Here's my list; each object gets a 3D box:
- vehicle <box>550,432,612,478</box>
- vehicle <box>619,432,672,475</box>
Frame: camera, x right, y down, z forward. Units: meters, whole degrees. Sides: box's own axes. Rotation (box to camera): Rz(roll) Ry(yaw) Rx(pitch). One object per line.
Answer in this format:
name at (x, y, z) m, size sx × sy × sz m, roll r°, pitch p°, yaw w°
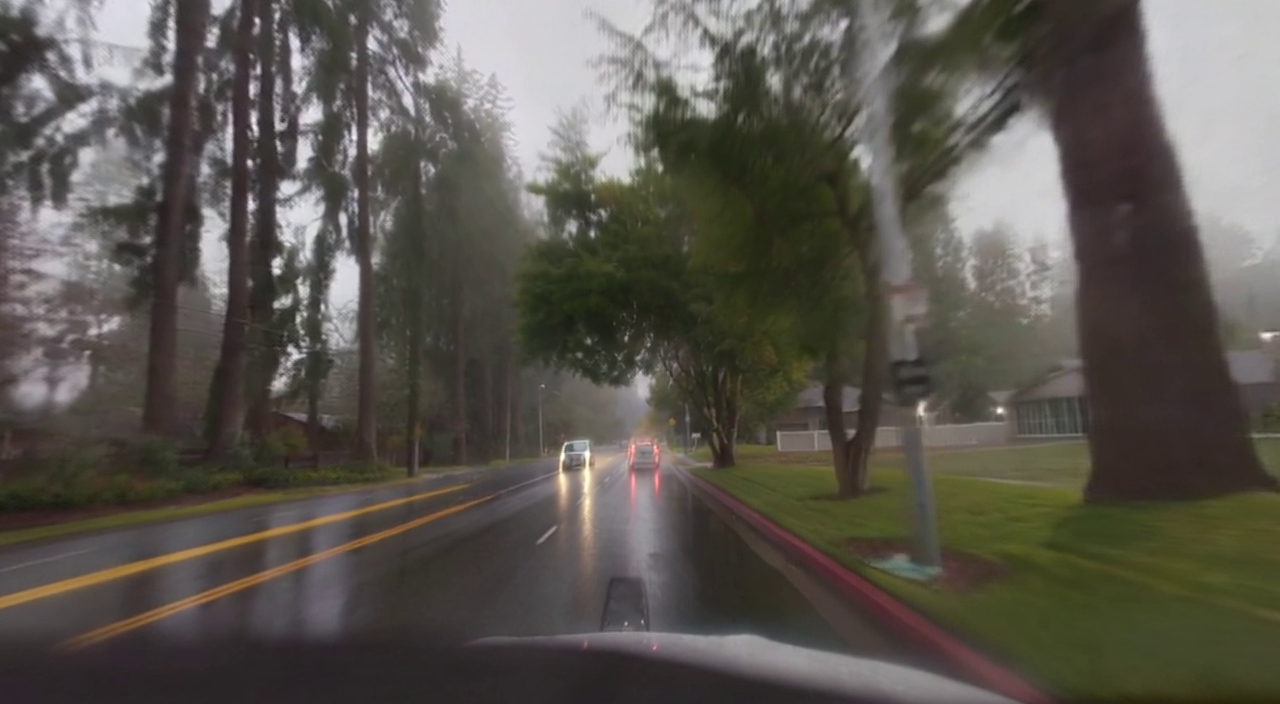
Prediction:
vehicle at (-2.426, 4.403, 27.043) m, size 2.157 × 1.765 × 4.303 m, roll -1°, pitch -9°, yaw 2°
vehicle at (0.224, 4.389, 27.335) m, size 2.120 × 1.718 × 3.909 m, roll 0°, pitch -9°, yaw 0°
